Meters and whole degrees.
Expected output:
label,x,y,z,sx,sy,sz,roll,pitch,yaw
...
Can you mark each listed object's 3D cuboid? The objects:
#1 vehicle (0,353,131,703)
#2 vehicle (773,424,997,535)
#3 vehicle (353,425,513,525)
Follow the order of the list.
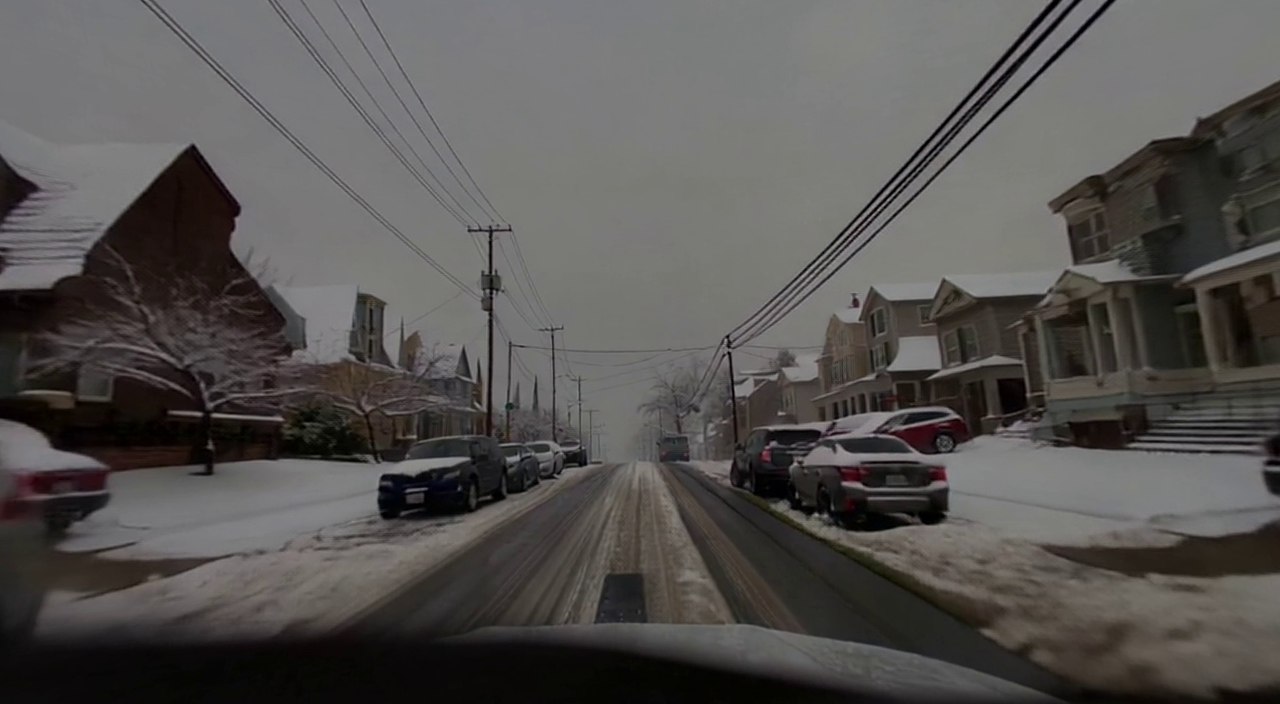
label,x,y,z,sx,sy,sz,roll,pitch,yaw
vehicle,-4.001,0.722,1.260,2.030,1.733,4.925,-3,-7,-2
vehicle,3.639,1.999,10.480,2.083,1.407,4.506,-1,-9,3
vehicle,-4.283,2.666,14.008,2.031,1.708,4.746,-3,-10,-1
